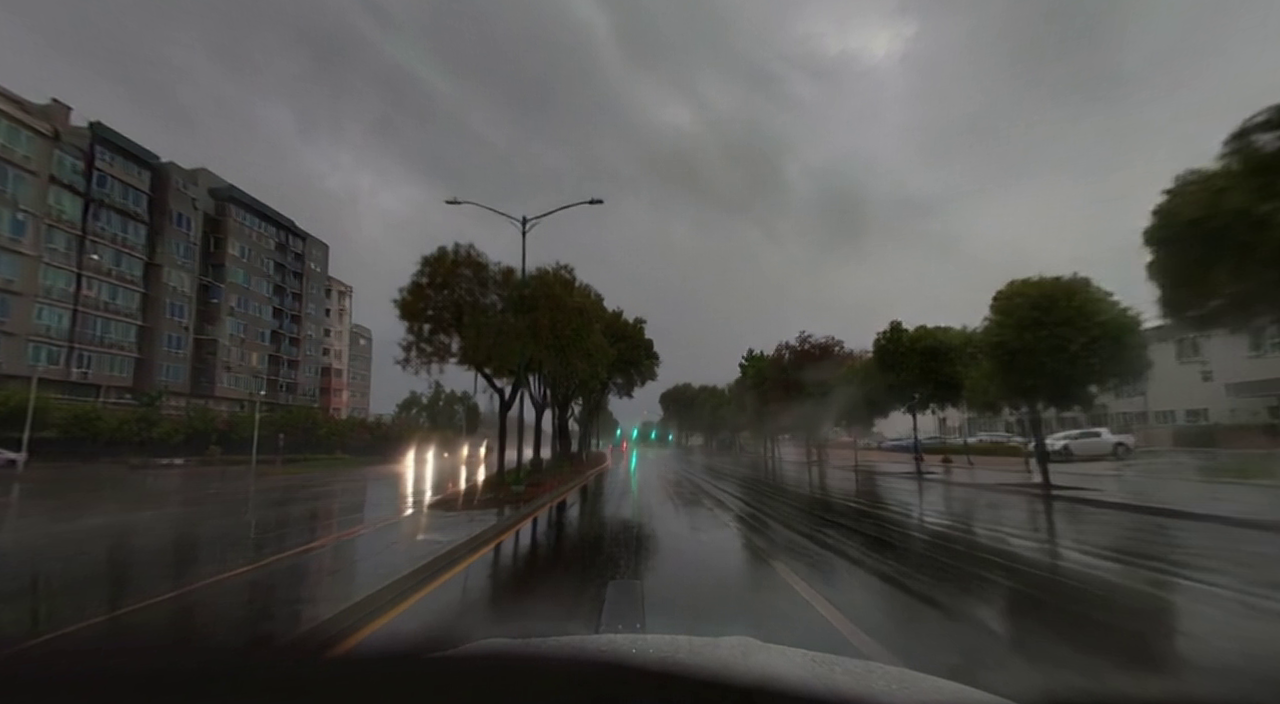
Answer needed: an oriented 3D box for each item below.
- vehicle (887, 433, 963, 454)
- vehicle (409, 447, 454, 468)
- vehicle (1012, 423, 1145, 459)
[{"bbox_3d":[21.743,7.003,48.301,4.739,1.569,2.097,-1,-9,3],"label":"vehicle"},{"bbox_3d":[-16.225,8.189,49.368,1.966,1.523,4.555,0,-9,0],"label":"vehicle"},{"bbox_3d":[22.494,4.585,32.477,5.320,1.722,2.651,2,-9,-15],"label":"vehicle"}]
